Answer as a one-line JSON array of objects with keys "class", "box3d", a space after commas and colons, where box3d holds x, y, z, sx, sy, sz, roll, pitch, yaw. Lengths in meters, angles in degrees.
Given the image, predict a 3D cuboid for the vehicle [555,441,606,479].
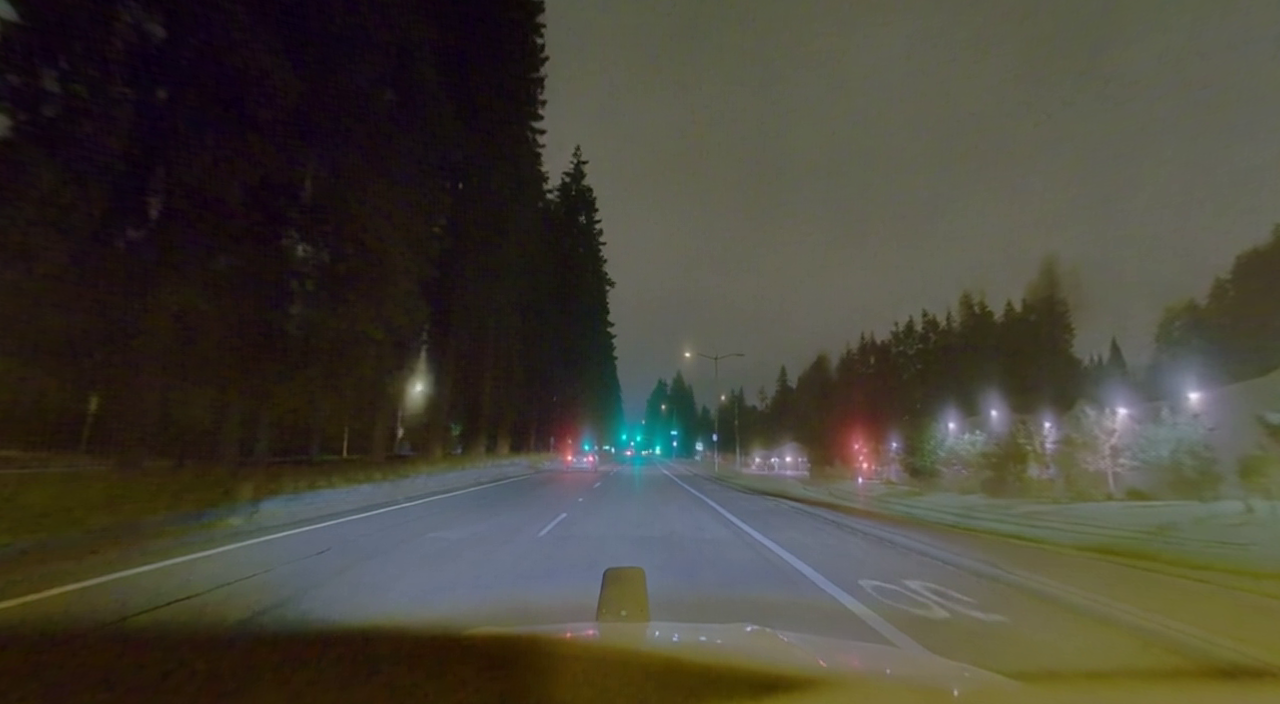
[{"class": "vehicle", "box3d": [-2.849, 5.259, 30.950, 2.016, 1.694, 4.335, 0, -8, 1]}]
